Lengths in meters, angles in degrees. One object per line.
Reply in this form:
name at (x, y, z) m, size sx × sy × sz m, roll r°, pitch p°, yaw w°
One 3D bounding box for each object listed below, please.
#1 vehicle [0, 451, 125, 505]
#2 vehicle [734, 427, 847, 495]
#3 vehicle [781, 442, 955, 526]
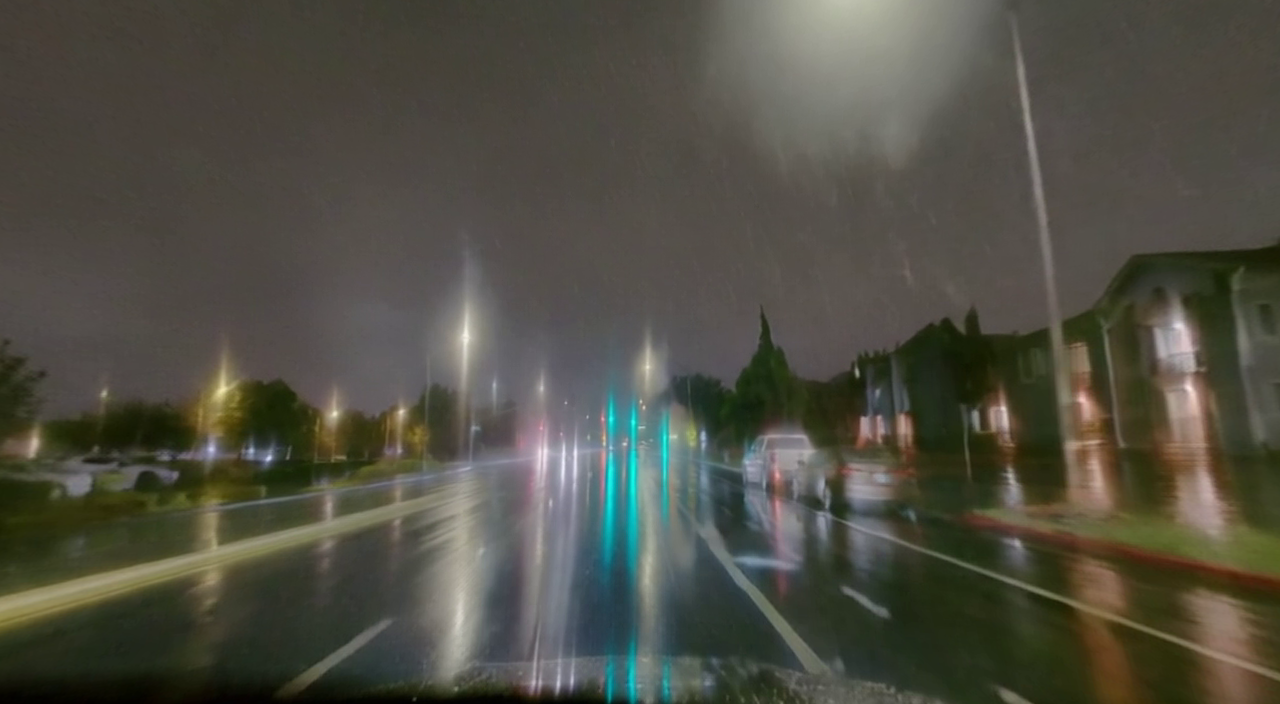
vehicle at (-23.204, 4.719, 23.814) m, size 5.368 × 1.867 × 2.307 m, roll 4°, pitch -9°, yaw -28°
vehicle at (4.514, 3.356, 19.884) m, size 2.115 × 1.843 × 5.141 m, roll 0°, pitch -8°, yaw -2°
vehicle at (4.426, 2.607, 13.112) m, size 1.935 × 1.433 × 4.241 m, roll 0°, pitch -8°, yaw -2°
